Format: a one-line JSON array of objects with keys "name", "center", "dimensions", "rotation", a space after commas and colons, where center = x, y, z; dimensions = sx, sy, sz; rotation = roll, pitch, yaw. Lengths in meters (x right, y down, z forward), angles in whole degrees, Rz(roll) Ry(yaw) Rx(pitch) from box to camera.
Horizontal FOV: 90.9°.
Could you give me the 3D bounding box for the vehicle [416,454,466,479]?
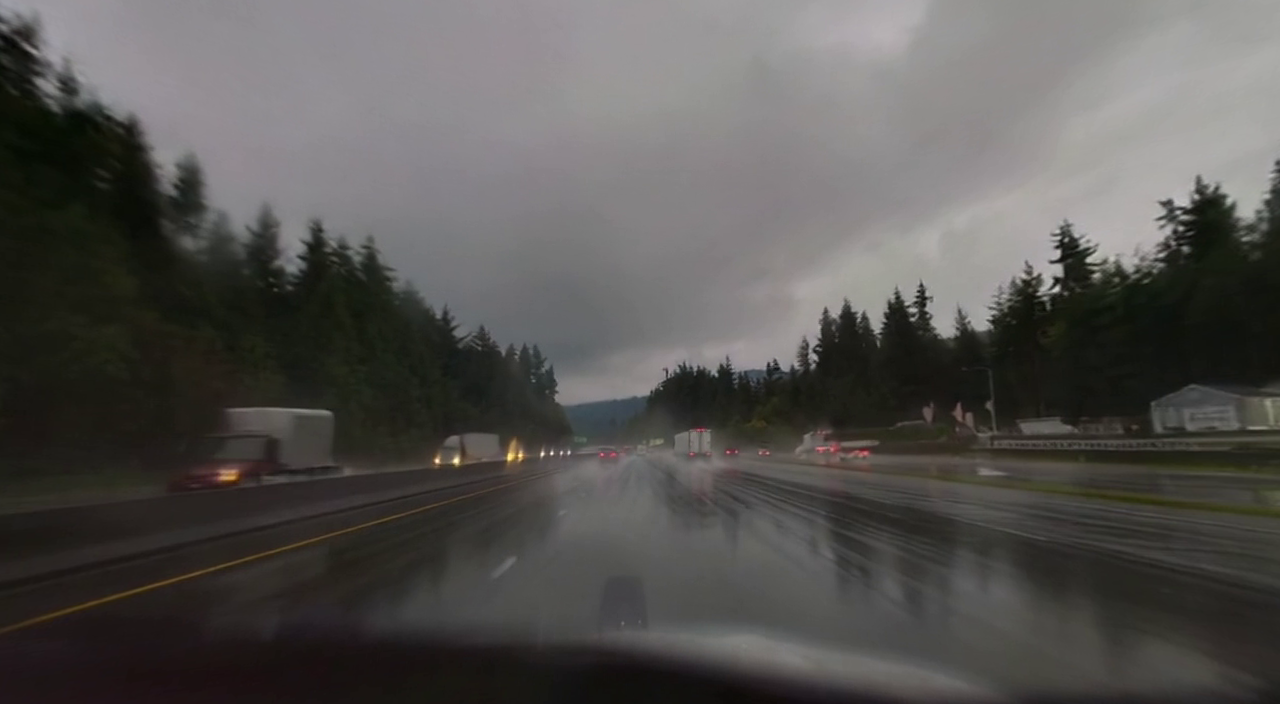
[{"name": "vehicle", "center": [-13.581, 7.804, 43.291], "dimensions": [1.879, 1.561, 4.362], "rotation": [-1, -9, 2]}]
